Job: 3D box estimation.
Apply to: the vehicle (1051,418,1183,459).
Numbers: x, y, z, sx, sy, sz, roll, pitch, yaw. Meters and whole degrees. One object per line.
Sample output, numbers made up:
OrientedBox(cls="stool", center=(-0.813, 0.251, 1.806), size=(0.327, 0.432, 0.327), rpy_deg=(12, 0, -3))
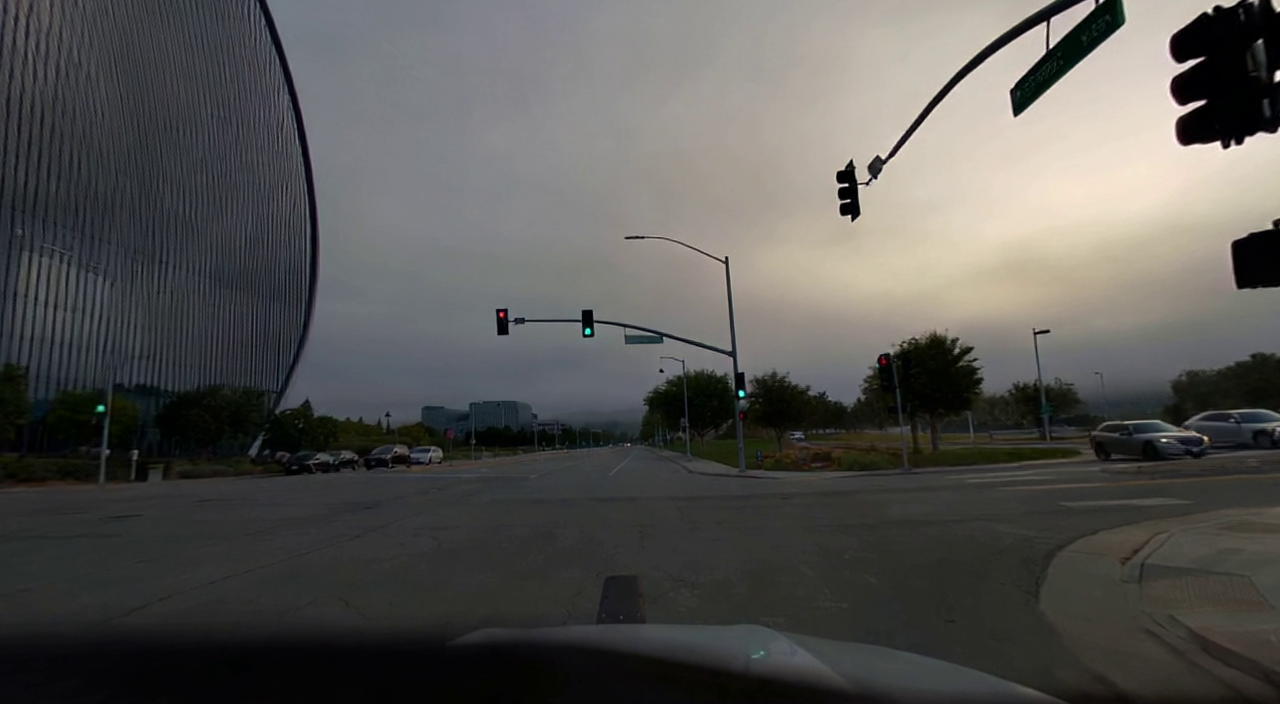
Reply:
OrientedBox(cls="vehicle", center=(19.077, 3.525, 25.487), size=(1.834, 1.480, 4.458), rpy_deg=(0, -9, 0))

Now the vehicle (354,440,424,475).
OrientedBox(cls="vehicle", center=(-14.878, 6.298, 37.737), size=(2.091, 1.915, 5.040), rpy_deg=(0, -9, 0))

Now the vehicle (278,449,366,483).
OrientedBox(cls="vehicle", center=(-14.800, 5.305, 29.616), size=(1.790, 1.437, 4.349), rpy_deg=(0, -9, 2))

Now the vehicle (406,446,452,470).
OrientedBox(cls="vehicle", center=(-15.114, 7.604, 45.317), size=(1.932, 1.605, 4.146), rpy_deg=(1, -9, -1))

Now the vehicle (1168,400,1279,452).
OrientedBox(cls="vehicle", center=(24.413, 3.027, 25.164), size=(2.109, 1.836, 5.080), rpy_deg=(-2, -10, -1))
